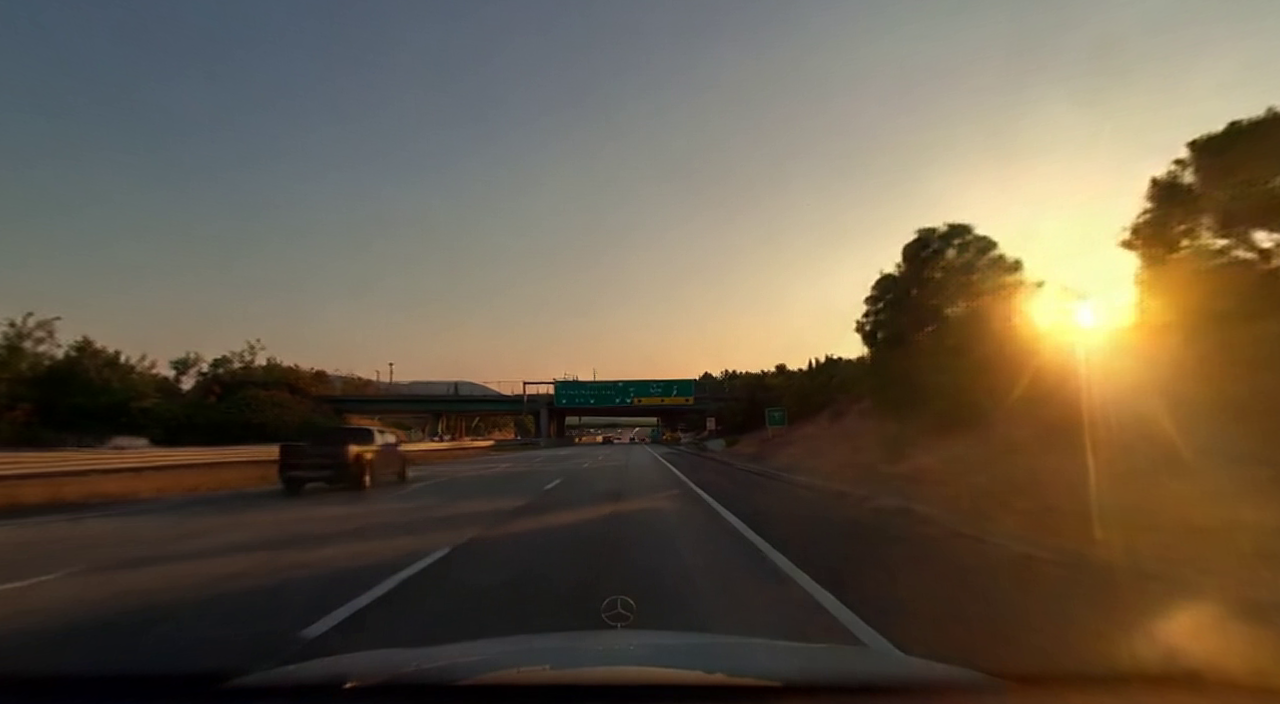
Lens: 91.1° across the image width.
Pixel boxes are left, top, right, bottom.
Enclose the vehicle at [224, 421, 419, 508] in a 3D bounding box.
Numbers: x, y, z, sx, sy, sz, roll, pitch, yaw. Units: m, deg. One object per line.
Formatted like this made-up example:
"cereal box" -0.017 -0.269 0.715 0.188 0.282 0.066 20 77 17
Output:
"vehicle" -7.028 2.511 14.586 2.111 1.662 4.630 0 -8 0
